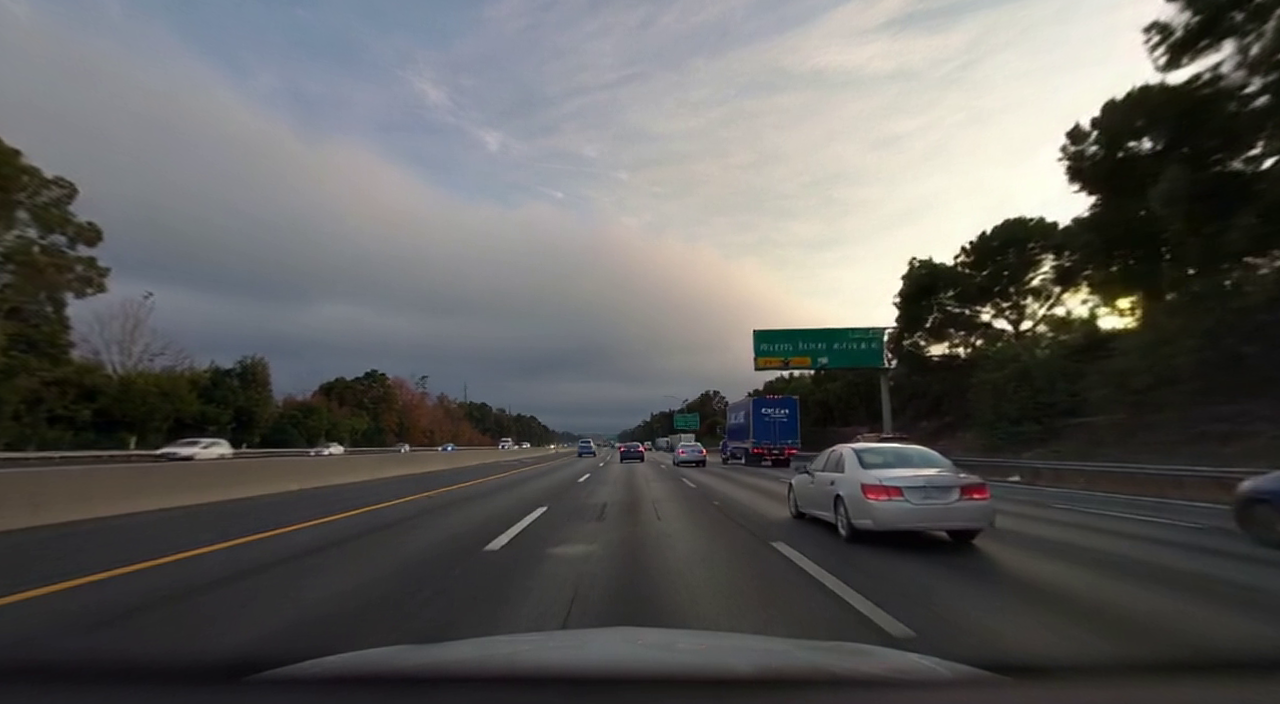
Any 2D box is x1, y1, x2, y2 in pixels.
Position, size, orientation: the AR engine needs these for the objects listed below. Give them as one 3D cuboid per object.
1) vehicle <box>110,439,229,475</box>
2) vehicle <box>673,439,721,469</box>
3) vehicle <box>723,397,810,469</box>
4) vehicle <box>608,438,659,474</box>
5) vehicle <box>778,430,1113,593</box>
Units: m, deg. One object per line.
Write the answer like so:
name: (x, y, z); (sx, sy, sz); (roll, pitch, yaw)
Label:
vehicle: (-21.050, 4.696, 28.529); (1.891, 1.485, 4.562); (0, -9, -1)
vehicle: (3.034, 5.585, 34.703); (1.993, 1.504, 4.781); (0, -9, -3)
vehicle: (7.058, 4.806, 36.701); (2.799, 3.655, 8.627); (0, -9, -3)
vehicle: (-0.326, 4.576, 27.992); (2.098, 1.475, 3.997); (0, -9, -2)
vehicle: (3.206, 1.752, 7.884); (1.865, 1.427, 4.448); (0, -9, -1)
